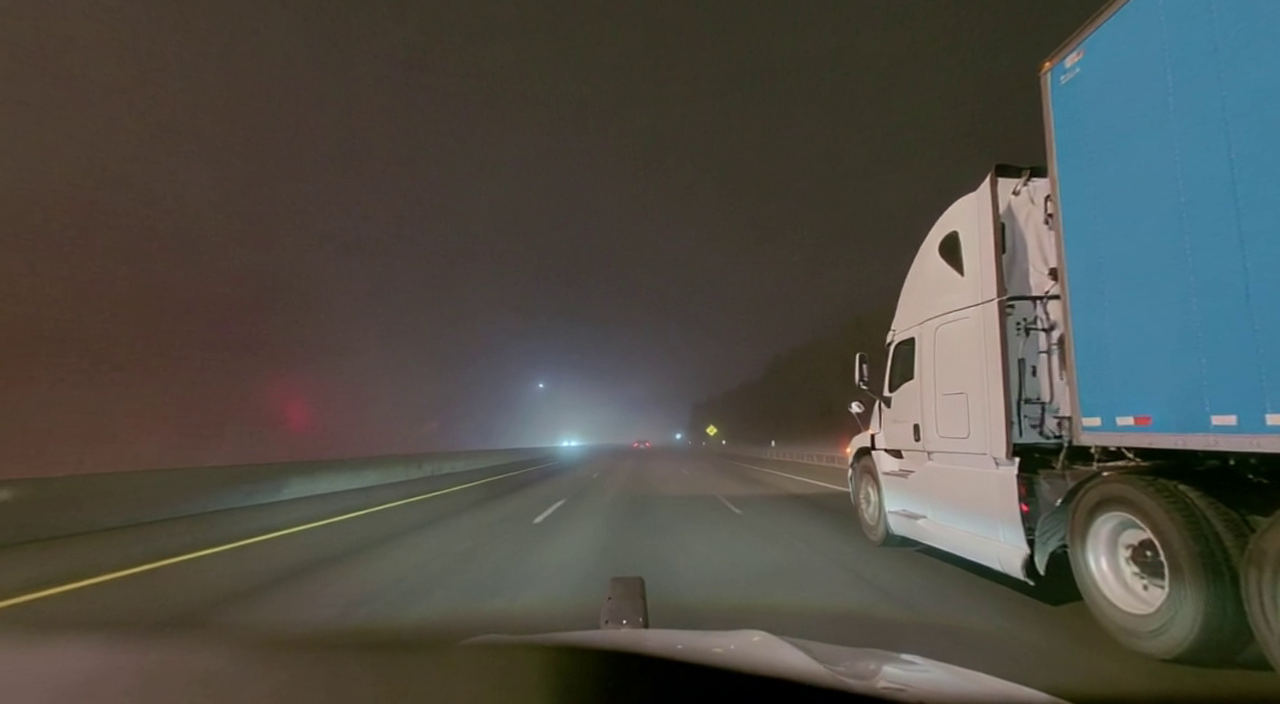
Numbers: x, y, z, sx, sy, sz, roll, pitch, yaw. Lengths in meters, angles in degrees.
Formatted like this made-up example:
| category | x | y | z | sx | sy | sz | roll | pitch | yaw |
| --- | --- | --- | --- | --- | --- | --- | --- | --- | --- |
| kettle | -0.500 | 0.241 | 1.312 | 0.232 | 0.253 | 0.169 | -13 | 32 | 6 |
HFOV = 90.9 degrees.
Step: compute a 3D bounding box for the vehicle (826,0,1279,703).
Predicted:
| category | x | y | z | sx | sy | sz | roll | pitch | yaw |
| --- | --- | --- | --- | --- | --- | --- | --- | --- | --- |
| vehicle | 3.769 | -0.191 | 2.993 | 3.012 | 3.768 | 8.945 | 0 | -9 | 0 |
